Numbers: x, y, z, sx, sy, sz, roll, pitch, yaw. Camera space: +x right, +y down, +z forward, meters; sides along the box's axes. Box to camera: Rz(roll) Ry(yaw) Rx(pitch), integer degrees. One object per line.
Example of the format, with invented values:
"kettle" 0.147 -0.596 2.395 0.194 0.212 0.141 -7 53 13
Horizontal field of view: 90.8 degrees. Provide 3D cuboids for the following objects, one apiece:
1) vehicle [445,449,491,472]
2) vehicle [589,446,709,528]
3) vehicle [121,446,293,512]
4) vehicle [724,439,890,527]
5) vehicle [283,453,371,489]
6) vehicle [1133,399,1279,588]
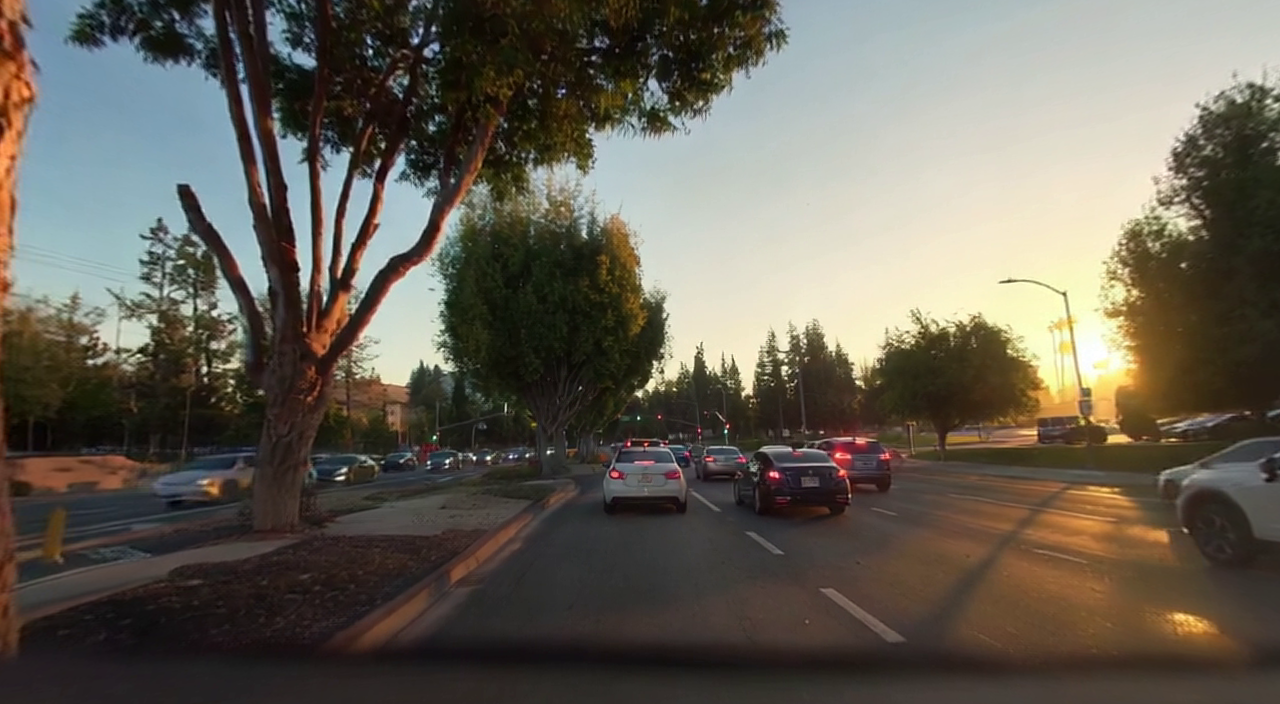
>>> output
"vehicle" -12.199 7.729 45.133 2.002 1.500 4.536 0 -9 0
"vehicle" 0.088 2.558 12.607 1.990 1.347 4.067 0 -9 -2
"vehicle" -12.304 3.586 18.389 1.963 1.649 4.290 0 -9 0
"vehicle" 3.131 2.562 13.087 1.970 1.445 4.974 0 -9 -1
"vehicle" -14.480 5.498 29.595 2.018 1.469 4.916 1 -9 -6
"vehicle" 6.936 1.229 5.311 1.987 1.730 4.373 0 -9 0
